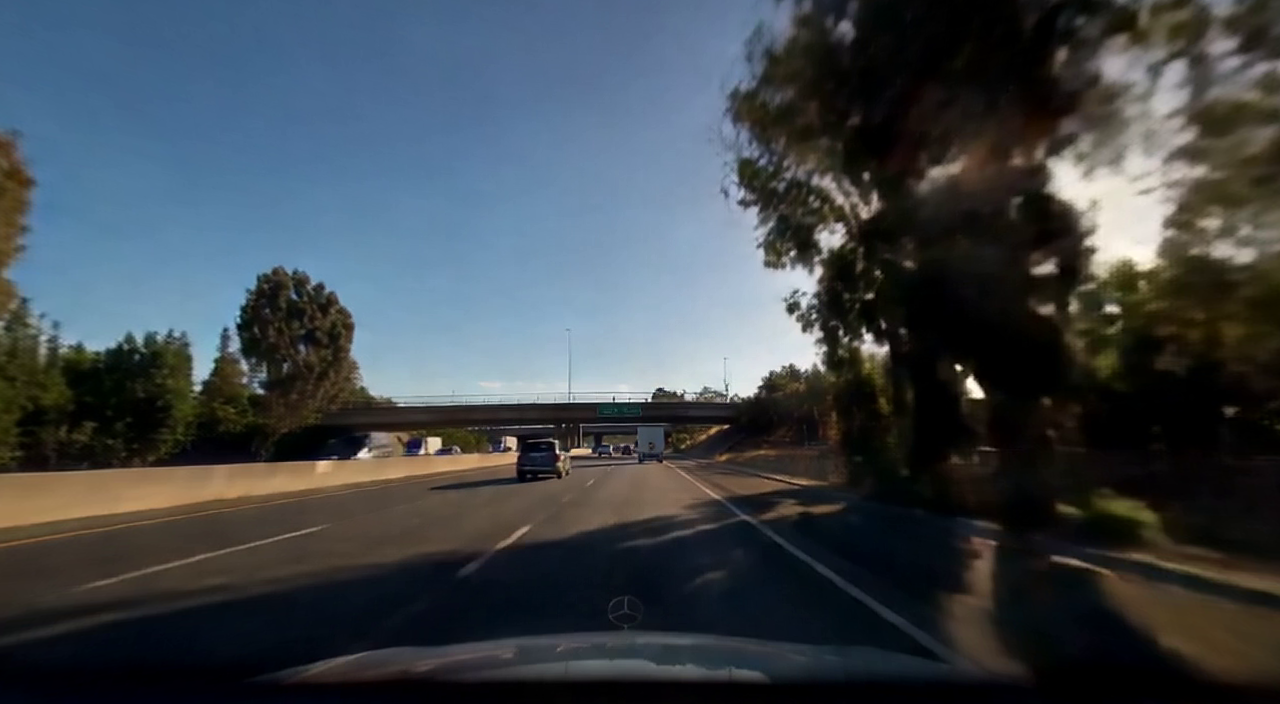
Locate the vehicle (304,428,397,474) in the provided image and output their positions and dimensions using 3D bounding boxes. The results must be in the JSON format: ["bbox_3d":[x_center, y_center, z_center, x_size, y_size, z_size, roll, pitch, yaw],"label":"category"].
[{"bbox_3d":[-16.504,5.717,36.372,2.629,2.384,5.546,0,-9,0],"label":"vehicle"}]

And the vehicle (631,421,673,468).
[{"bbox_3d":[0.756,6.797,46.041,2.790,3.075,7.414,0,-9,0],"label":"vehicle"}]

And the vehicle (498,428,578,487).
[{"bbox_3d":[-3.911,4.202,25.320,2.233,2.093,5.565,0,-9,0],"label":"vehicle"}]
